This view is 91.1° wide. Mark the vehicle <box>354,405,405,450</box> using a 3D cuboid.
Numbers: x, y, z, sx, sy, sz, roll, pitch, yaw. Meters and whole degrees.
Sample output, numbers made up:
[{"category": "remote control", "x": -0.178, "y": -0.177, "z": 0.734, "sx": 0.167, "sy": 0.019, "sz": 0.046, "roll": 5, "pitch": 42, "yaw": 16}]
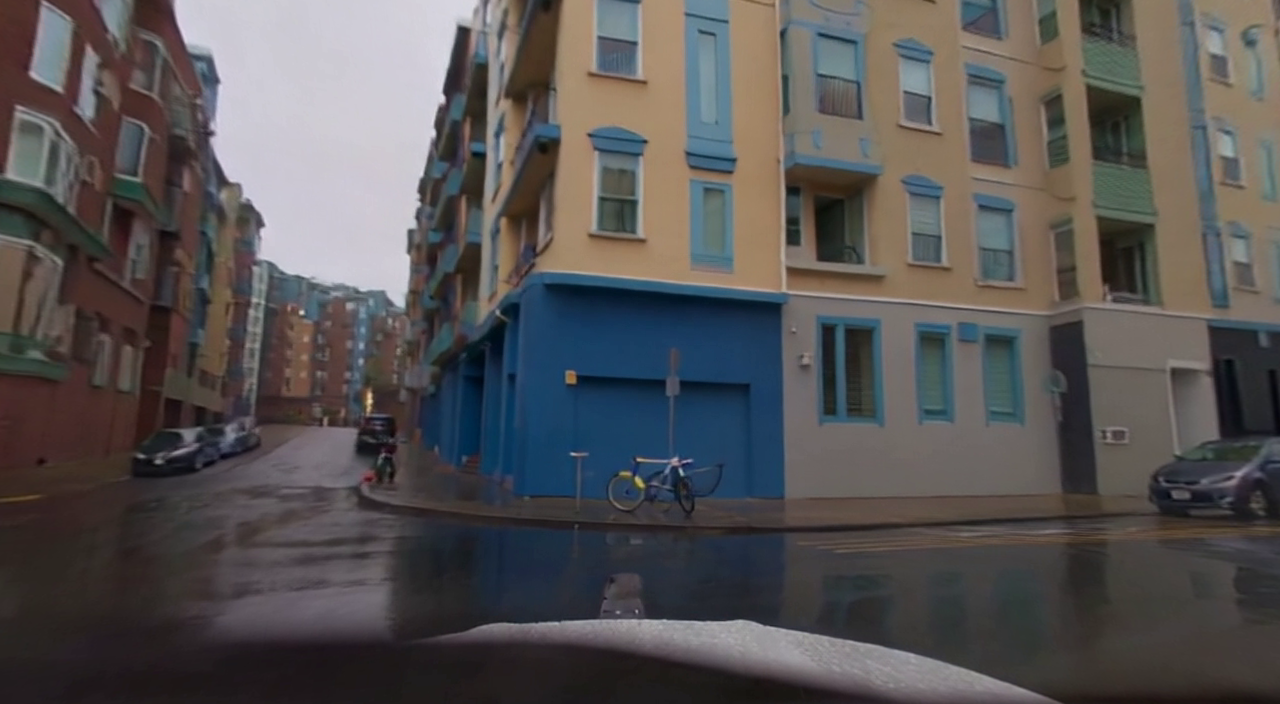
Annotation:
[{"category": "vehicle", "x": -13.204, "y": 3.814, "z": 31.697, "sx": 2.072, "sy": 2.074, "sz": 4.358, "roll": 3, "pitch": -8, "yaw": -25}]

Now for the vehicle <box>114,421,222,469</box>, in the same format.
[{"category": "vehicle", "x": -15.485, "y": 3.049, "z": 20.869, "sx": 1.897, "sy": 1.431, "sz": 3.741, "roll": 3, "pitch": -8, "yaw": -22}]

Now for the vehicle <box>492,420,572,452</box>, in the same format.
[{"category": "vehicle", "x": -5.076, "y": 3.961, "z": 29.616, "sx": 3.404, "sy": 1.431, "sz": 1.641, "roll": 3, "pitch": -8, "yaw": -23}]

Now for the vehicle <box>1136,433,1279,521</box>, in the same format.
[{"category": "vehicle", "x": 11.986, "y": 2.344, "z": 12.210, "sx": 3.414, "sy": 1.519, "sz": 1.719, "roll": 1, "pitch": -8, "yaw": -10}]
